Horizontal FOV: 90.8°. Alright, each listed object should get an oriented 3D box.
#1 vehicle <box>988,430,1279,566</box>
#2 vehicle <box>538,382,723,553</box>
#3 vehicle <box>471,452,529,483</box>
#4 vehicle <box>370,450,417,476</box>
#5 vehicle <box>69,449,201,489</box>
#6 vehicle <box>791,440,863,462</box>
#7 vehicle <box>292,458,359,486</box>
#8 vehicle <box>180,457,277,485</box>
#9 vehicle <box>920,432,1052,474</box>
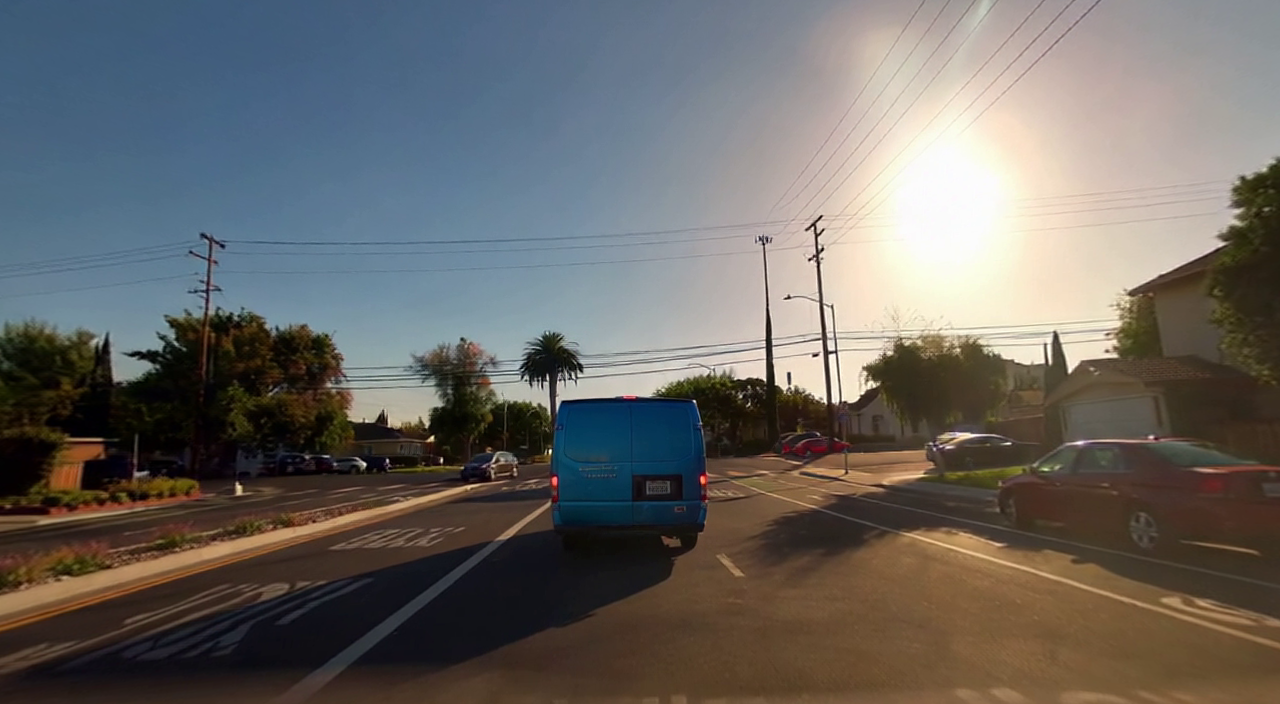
[{"bbox_3d":[7.347,1.966,9.316,1.883,1.504,4.220,0,-9,-2],"label":"vehicle"},{"bbox_3d":[-0.271,1.815,10.500,2.342,2.142,4.809,0,-9,-4],"label":"vehicle"},{"bbox_3d":[-7.357,6.103,33.649,1.962,1.481,4.434,0,-9,2],"label":"vehicle"},{"bbox_3d":[-17.991,8.075,46.336,1.841,1.769,4.105,0,-9,-1],"label":"vehicle"},{"bbox_3d":[-26.896,6.218,33.801,5.026,2.017,2.215,0,-9,-1],"label":"vehicle"},{"bbox_3d":[13.097,6.953,44.427,4.483,1.463,1.805,0,-8,-1],"label":"vehicle"},{"bbox_3d":[-18.424,7.047,37.251,1.816,1.445,4.120,0,-9,0],"label":"vehicle"},{"bbox_3d":[-27.370,7.938,42.188,4.972,1.776,2.057,0,-9,-1],"label":"vehicle"},{"bbox_3d":[13.132,3.843,24.192,3.916,1.517,1.887,0,-8,0],"label":"vehicle"}]
